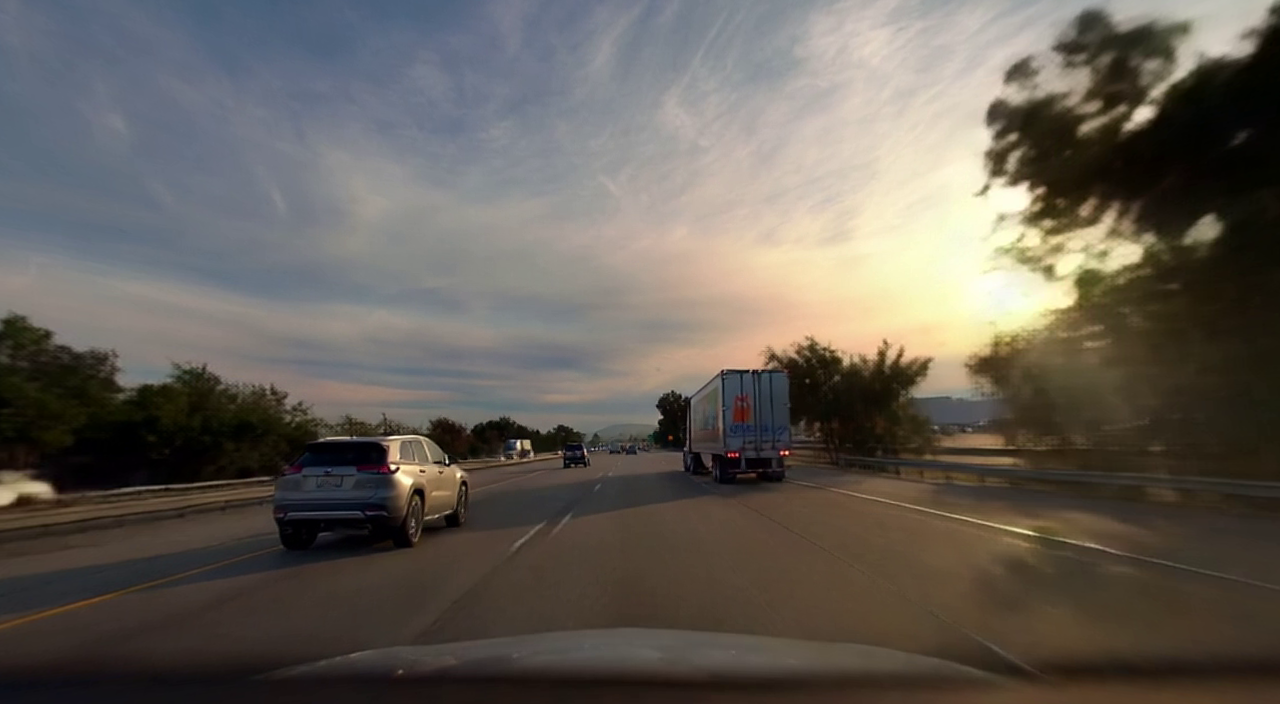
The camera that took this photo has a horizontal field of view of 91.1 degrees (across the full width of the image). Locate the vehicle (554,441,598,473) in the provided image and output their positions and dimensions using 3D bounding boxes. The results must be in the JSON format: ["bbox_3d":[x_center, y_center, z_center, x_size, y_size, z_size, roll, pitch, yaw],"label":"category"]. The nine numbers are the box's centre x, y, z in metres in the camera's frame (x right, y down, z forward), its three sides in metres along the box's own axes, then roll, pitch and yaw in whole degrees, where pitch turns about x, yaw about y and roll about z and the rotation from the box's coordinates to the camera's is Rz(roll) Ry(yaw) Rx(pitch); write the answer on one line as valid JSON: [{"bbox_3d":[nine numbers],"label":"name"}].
[{"bbox_3d":[-3.656,6.131,36.795,2.139,1.716,4.530,0,-9,0],"label":"vehicle"}]

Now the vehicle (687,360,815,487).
[{"bbox_3d":[4.208,3.439,28.018,2.998,4.236,13.886,0,-9,-1],"label":"vehicle"}]

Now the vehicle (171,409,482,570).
[{"bbox_3d":[-4.079,1.893,9.371,2.202,1.760,4.617,0,-9,0],"label":"vehicle"}]
